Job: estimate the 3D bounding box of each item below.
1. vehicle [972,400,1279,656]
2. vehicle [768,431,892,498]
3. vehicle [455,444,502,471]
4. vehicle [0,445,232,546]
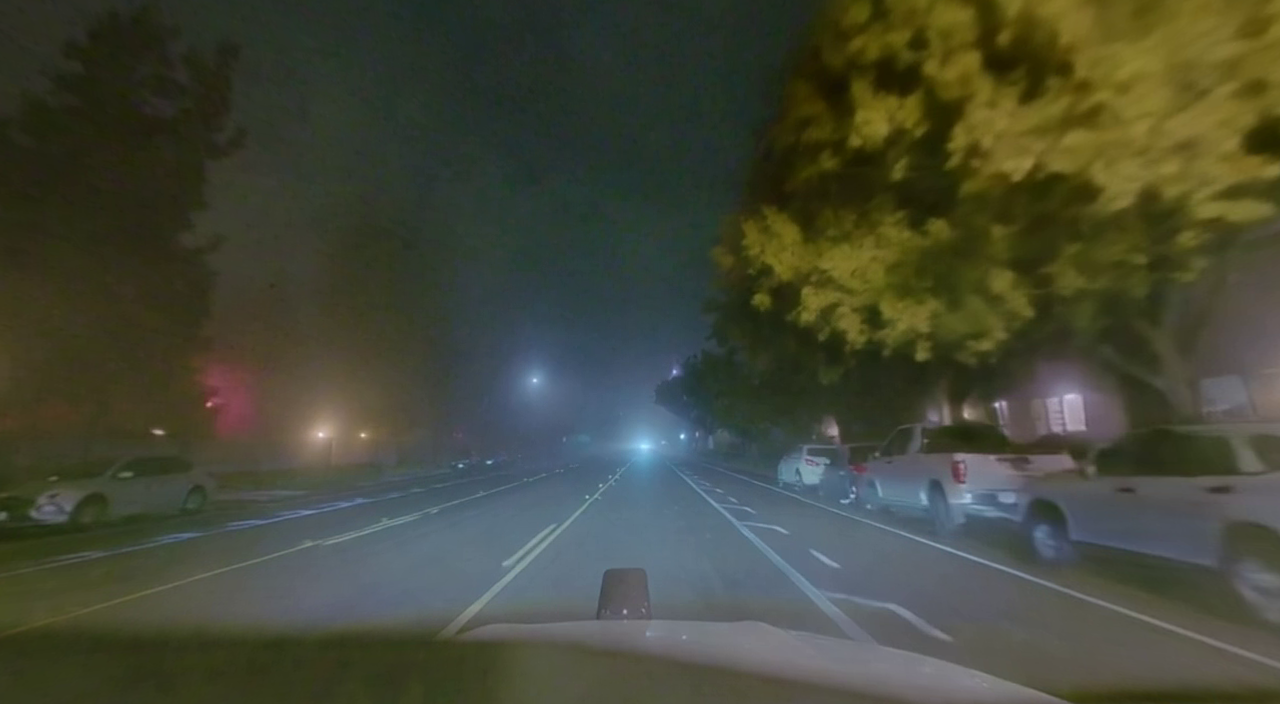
[{"bbox_3d":[4.998,1.264,5.023,1.885,1.603,5.235,0,-9,1],"label":"vehicle"},{"bbox_3d":[5.328,3.216,18.477,2.104,1.687,4.636,0,-8,-1],"label":"vehicle"},{"bbox_3d":[-11.196,7.339,44.105,2.023,1.629,4.822,-2,-8,0],"label":"vehicle"},{"bbox_3d":[-11.667,2.992,13.897,2.054,1.704,4.710,-3,-8,3],"label":"vehicle"}]
